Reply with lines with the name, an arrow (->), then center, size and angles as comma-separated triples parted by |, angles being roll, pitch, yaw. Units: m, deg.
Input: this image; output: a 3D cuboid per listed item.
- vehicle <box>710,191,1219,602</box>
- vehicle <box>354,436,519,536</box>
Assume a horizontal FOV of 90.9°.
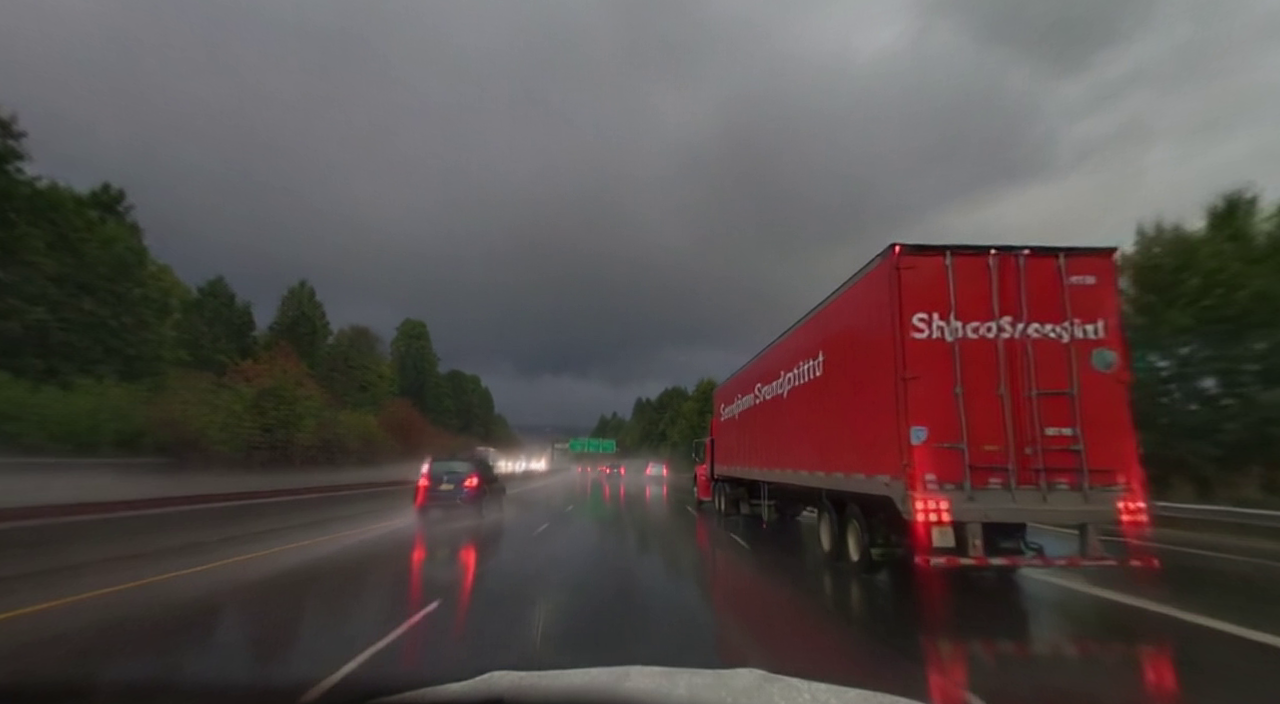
vehicle -> 4.037, 1.614, 13.475 | 2.992, 4.300, 13.967 | 1, -10, -2
vehicle -> -4.122, 2.849, 13.748 | 2.070, 1.775, 4.646 | 1, -10, -1
